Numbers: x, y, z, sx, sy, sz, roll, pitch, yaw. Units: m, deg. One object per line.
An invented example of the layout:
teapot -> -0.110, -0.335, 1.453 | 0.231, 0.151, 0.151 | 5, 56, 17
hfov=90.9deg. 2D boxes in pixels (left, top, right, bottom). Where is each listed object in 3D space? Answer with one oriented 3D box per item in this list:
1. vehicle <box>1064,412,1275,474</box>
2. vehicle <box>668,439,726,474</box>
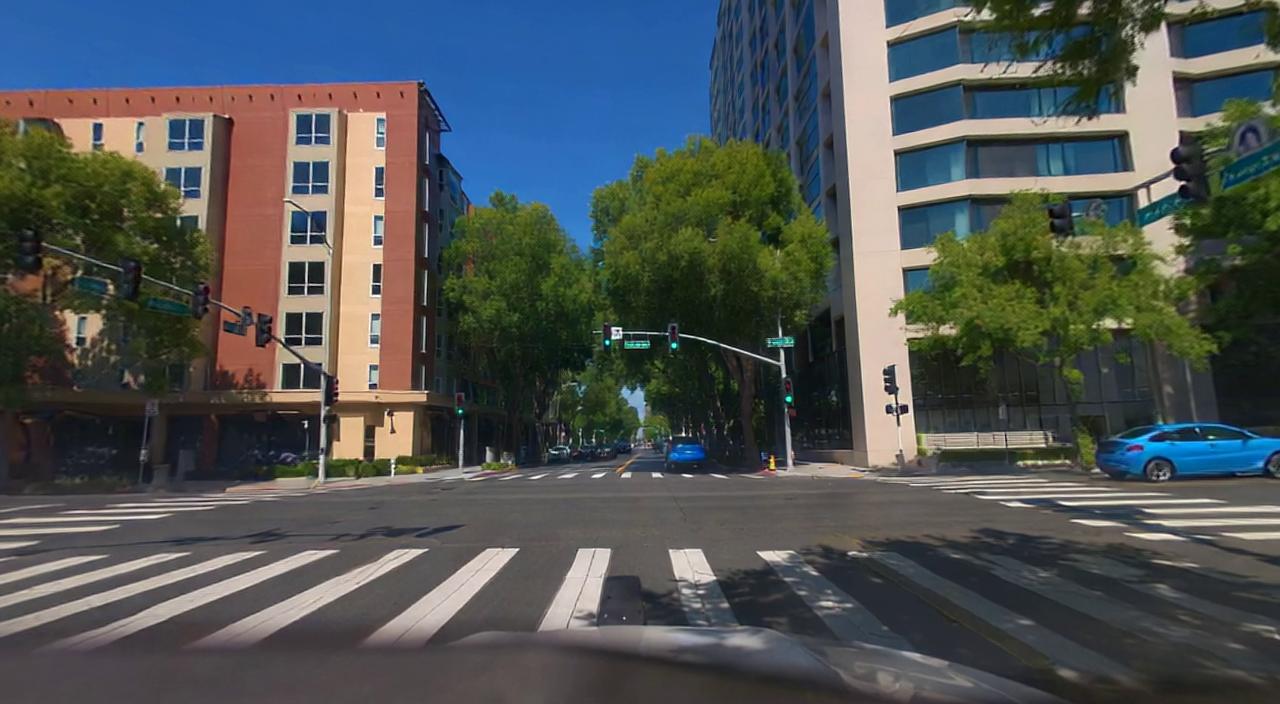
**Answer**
vehicle -> 16.933, 2.944, 20.397 | 4.802, 1.860, 2.146 | 0, -8, 1
vehicle -> 2.553, 4.804, 29.314 | 2.039, 1.470, 4.355 | 0, -8, -3
